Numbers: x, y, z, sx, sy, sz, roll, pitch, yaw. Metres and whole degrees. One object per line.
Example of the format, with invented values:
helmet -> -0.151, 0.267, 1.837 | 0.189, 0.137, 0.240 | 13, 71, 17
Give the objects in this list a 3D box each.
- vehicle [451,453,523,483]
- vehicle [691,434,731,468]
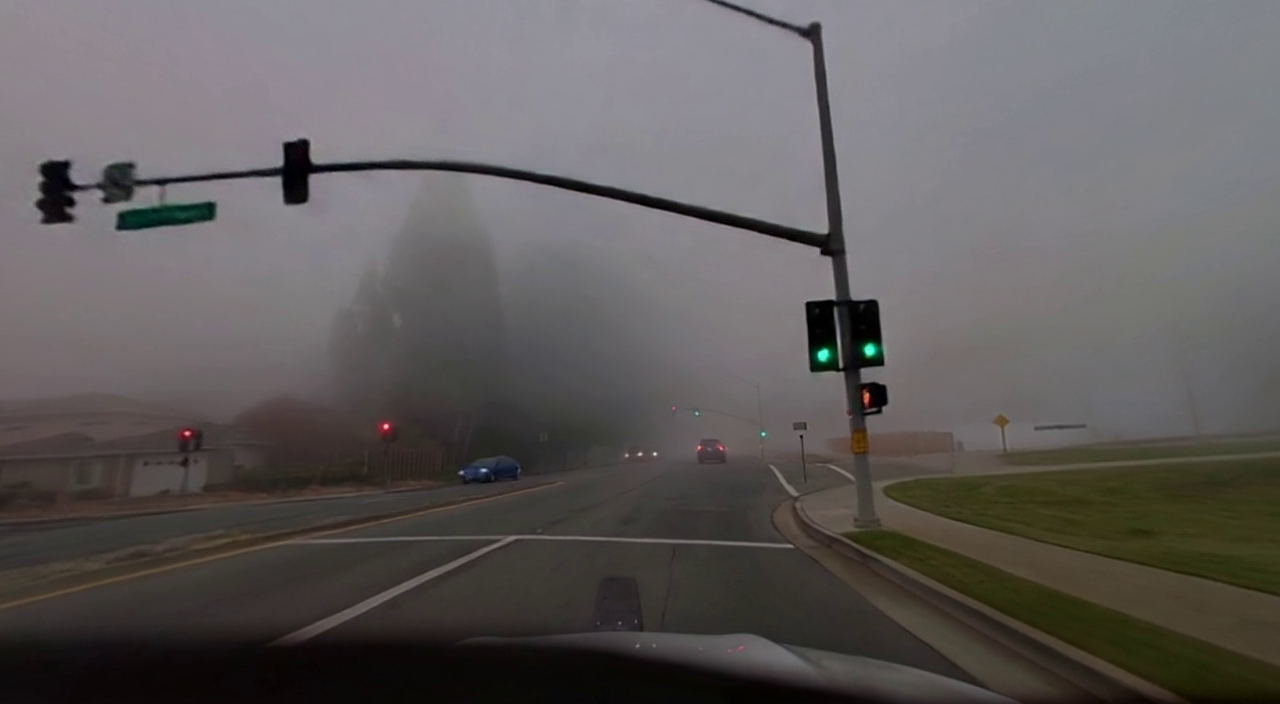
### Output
vehicle -> -8.331, 6.338, 34.781 | 1.916, 1.484, 4.867 | -2, -9, 12
vehicle -> 4.392, 5.964, 38.140 | 2.059, 1.908, 4.714 | -2, -9, 10
